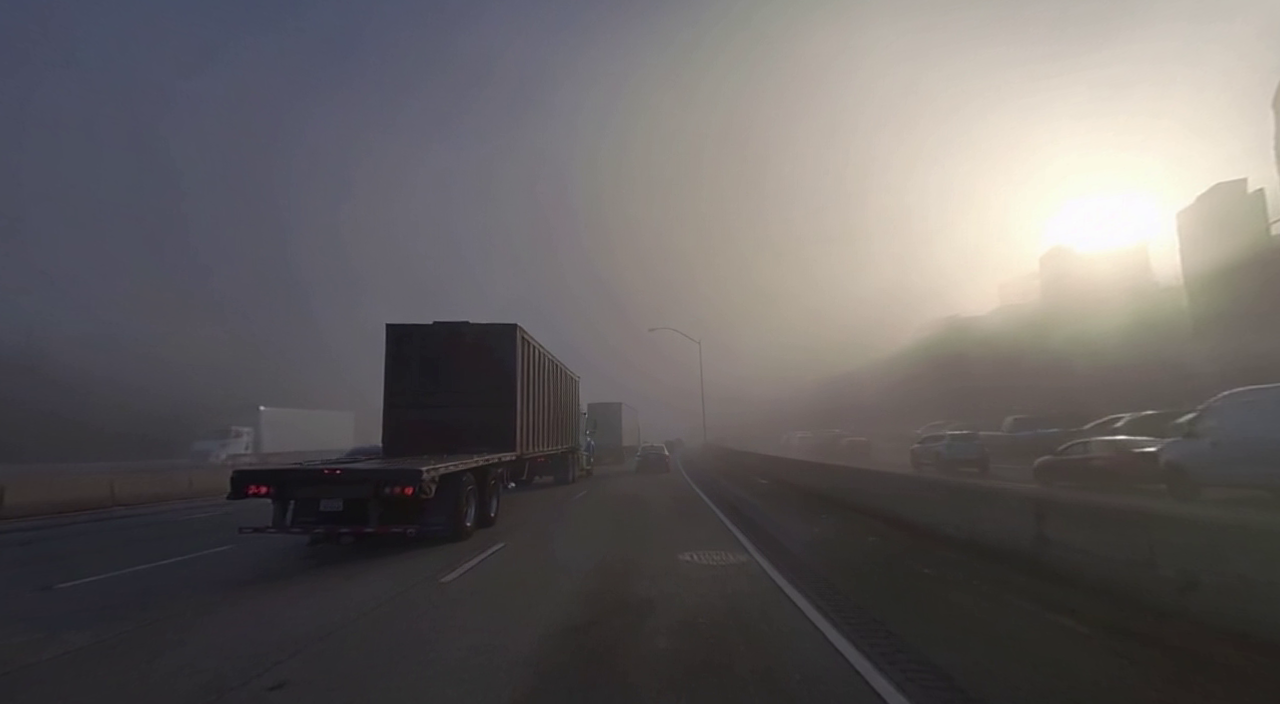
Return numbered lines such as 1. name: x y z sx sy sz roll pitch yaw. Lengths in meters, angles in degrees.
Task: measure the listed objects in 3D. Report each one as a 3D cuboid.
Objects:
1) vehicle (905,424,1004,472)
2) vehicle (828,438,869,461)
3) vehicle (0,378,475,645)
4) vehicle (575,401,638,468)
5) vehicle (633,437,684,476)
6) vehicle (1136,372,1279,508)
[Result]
1. vehicle: 14.905 4.617 30.300 2.186 2.074 5.586 -1 -9 4
2. vehicle: 16.194 7.607 49.116 2.022 1.675 4.792 -1 -9 6
3. vehicle: -3.489 1.309 6.018 2.896 1.779 3.441 0 -8 -1
4. vehicle: -1.955 5.535 41.562 3.073 3.894 9.782 -1 -9 3
5. vehicle: 0.864 4.785 29.024 2.178 1.640 4.071 -1 -9 3
6. vehicle: 13.746 1.696 12.139 2.679 2.597 7.126 -1 -9 2
